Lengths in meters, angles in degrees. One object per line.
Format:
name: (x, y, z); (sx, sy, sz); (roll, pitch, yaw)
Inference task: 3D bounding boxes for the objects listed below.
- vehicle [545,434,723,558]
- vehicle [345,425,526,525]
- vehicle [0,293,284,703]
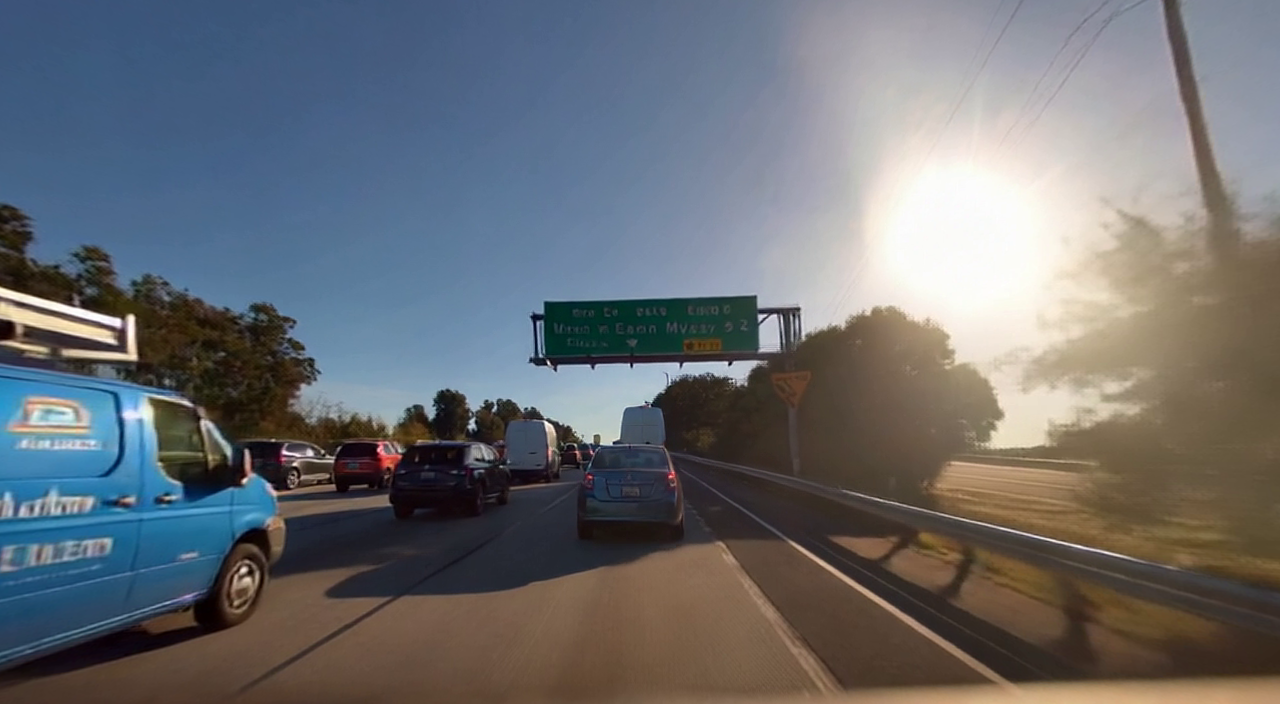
vehicle: (-0.056, 1.982, 9.384); (2.054, 1.421, 4.090); (0, -8, 0)
vehicle: (-3.881, 2.413, 12.906); (2.114, 1.657, 4.432); (0, -8, 2)
vehicle: (-3.899, 0.694, 2.539); (2.142, 1.952, 4.556); (0, -8, 1)
